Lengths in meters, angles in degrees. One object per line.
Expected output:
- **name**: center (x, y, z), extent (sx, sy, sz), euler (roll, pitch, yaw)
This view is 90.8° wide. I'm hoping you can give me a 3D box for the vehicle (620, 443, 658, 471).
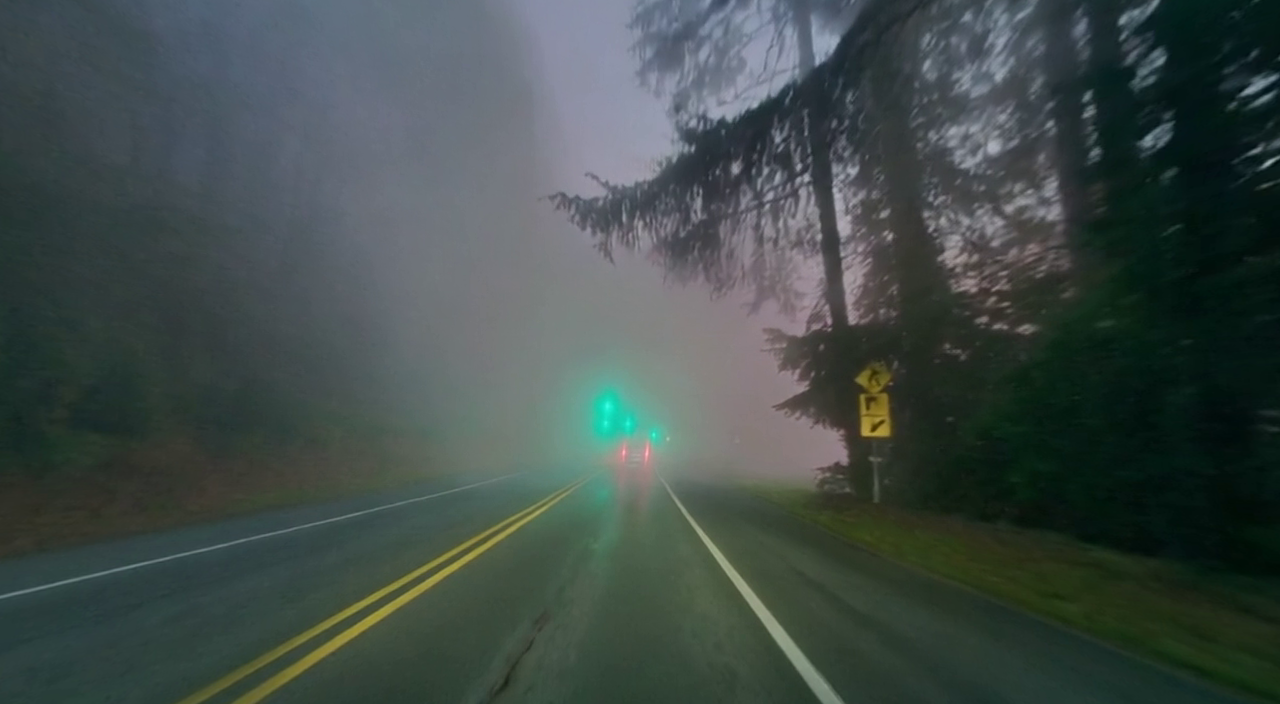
- **vehicle**: center (-0.077, 5.952, 35.955), extent (2.042, 1.489, 3.963), euler (0, -9, 0)
